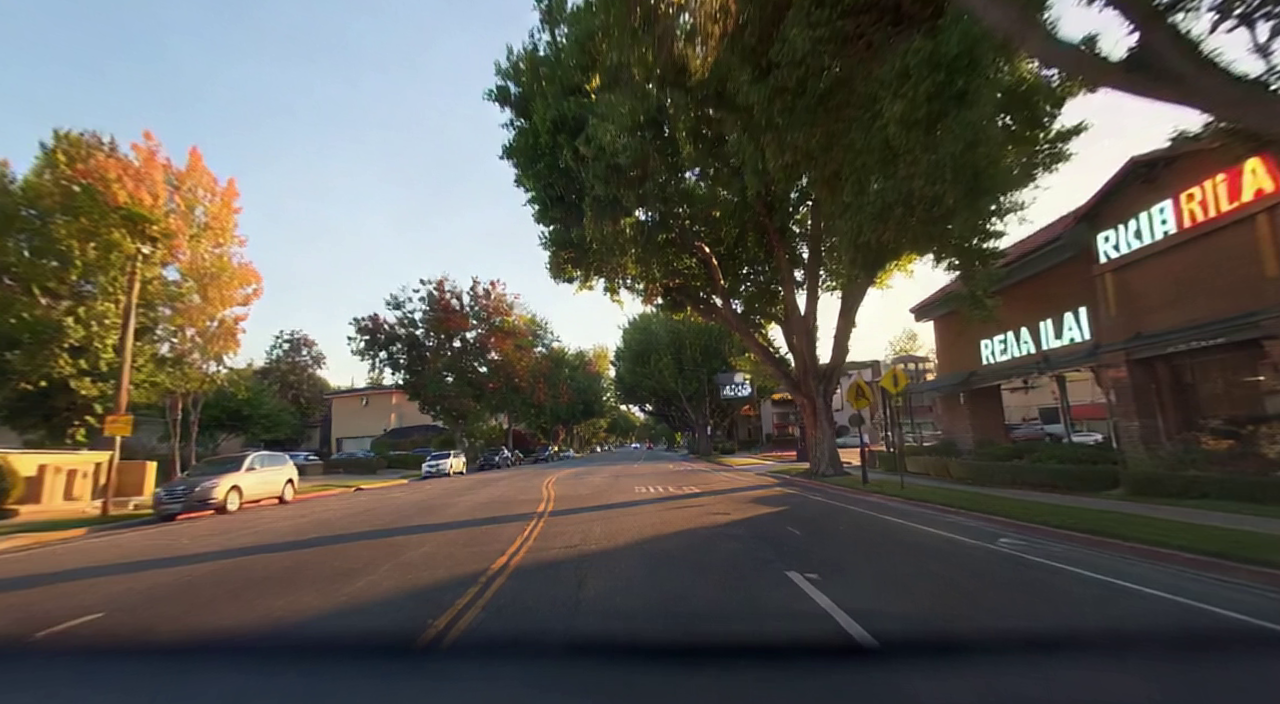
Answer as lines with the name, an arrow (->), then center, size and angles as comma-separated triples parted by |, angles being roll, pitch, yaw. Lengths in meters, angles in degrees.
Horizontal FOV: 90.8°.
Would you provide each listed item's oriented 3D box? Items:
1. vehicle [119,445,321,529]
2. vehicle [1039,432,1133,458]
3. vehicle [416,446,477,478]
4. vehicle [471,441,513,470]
vehicle -> -11.098, 3.530, 17.308 | 2.135, 1.802, 4.910 | -2, -7, 1
vehicle -> 30.850, 6.454, 43.883 | 1.960, 1.670, 4.863 | 4, -9, -25
vehicle -> -11.123, 6.323, 36.729 | 1.950, 1.720, 4.868 | 0, -8, 1
vehicle -> -10.993, 7.702, 47.238 | 2.015, 1.884, 4.488 | -6, -8, -2
